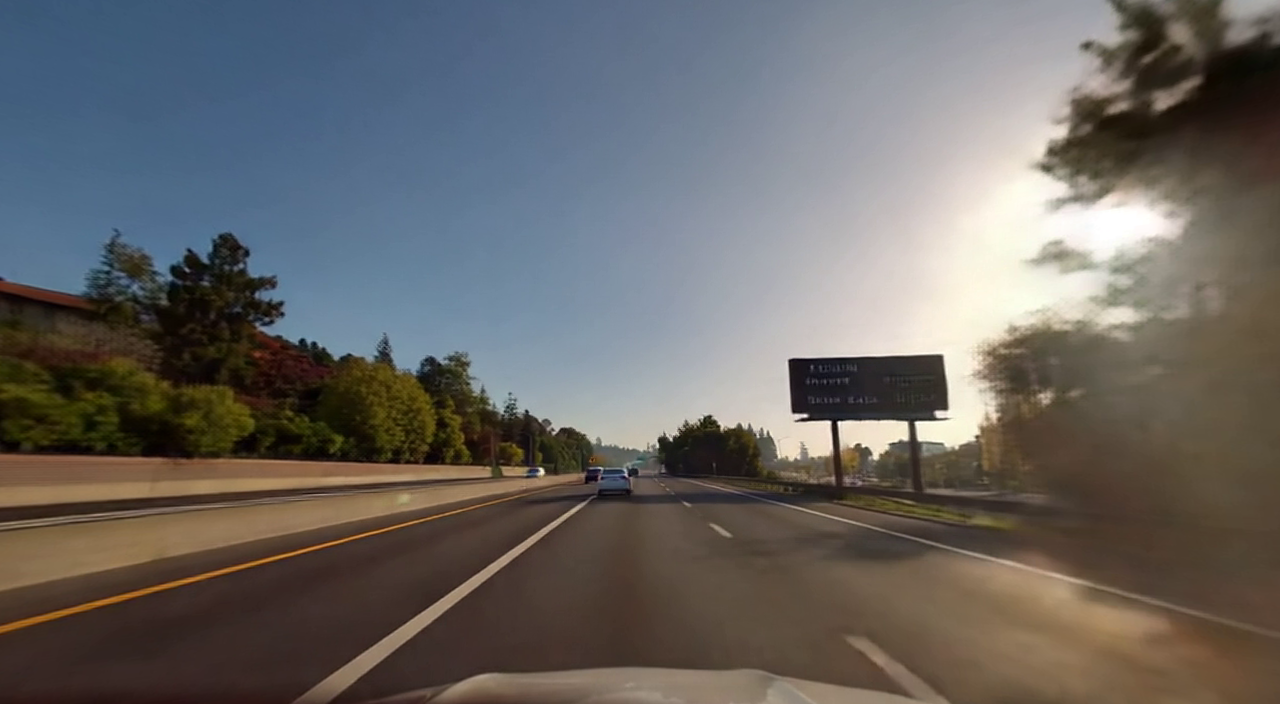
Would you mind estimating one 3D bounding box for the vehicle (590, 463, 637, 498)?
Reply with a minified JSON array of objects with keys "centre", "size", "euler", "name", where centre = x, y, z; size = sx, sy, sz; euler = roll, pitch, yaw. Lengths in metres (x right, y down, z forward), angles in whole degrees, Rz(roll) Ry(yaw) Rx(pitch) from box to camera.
[{"centre":[-1.218,6.256,30.911],"size":[2.016,1.530,4.009],"euler":[1,-10,1],"name":"vehicle"}]
